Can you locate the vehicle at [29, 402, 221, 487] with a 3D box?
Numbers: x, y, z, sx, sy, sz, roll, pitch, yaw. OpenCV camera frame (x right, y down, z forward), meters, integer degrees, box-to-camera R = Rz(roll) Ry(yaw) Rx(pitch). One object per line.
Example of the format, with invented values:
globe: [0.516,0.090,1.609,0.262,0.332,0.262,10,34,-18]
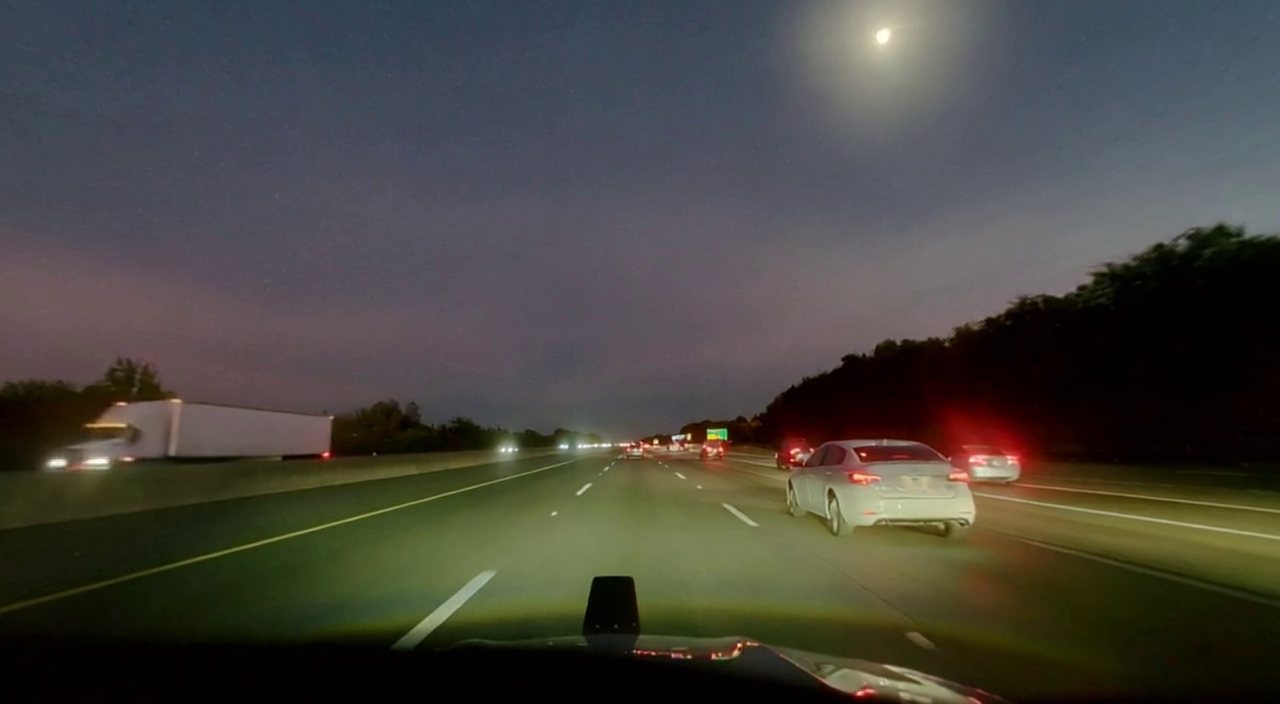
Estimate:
vehicle: [-27.157,5.001,34.153,3.020,3.976,8.549,0,-9,0]

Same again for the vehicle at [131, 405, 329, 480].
vehicle: [-27.263,6.338,44.009,2.909,4.186,16.546,0,-9,0]

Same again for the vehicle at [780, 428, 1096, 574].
vehicle: [3.562,1.862,8.784,2.076,1.472,4.562,0,-9,-1]
